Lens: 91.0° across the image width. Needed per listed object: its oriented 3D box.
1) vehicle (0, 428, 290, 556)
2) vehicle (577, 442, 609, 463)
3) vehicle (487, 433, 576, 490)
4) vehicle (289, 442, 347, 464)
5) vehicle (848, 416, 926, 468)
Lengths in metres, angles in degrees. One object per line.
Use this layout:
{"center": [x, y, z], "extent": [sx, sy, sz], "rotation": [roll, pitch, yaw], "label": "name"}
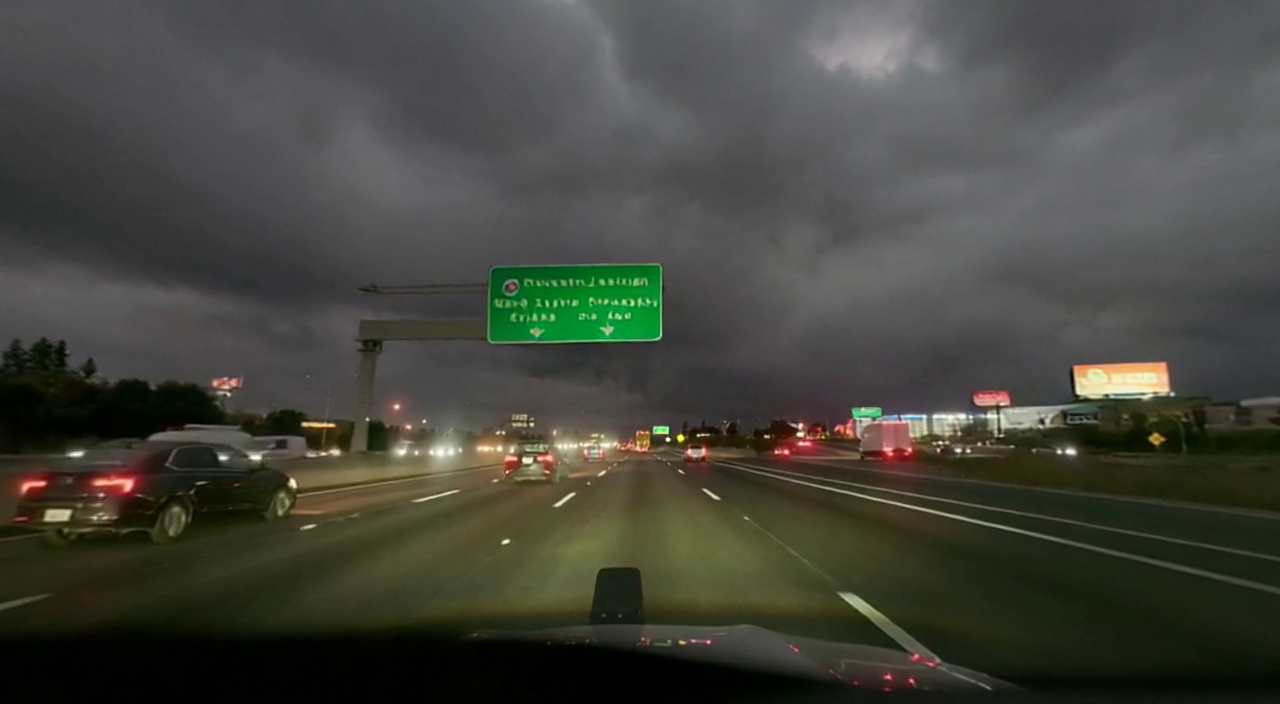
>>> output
{"center": [-7.286, 1.972, 9.510], "extent": [1.865, 1.518, 3.620], "rotation": [0, -8, 0], "label": "vehicle"}
{"center": [-3.356, 7.308, 45.914], "extent": [1.960, 1.494, 4.123], "rotation": [0, -8, 1], "label": "vehicle"}
{"center": [-3.285, 3.414, 19.905], "extent": [2.001, 1.577, 4.055], "rotation": [0, -8, 1], "label": "vehicle"}
{"center": [-23.356, 7.341, 45.808], "extent": [1.878, 1.527, 4.355], "rotation": [0, -8, 0], "label": "vehicle"}
{"center": [18.564, 6.879, 48.003], "extent": [2.958, 3.538, 8.761], "rotation": [0, -8, 4], "label": "vehicle"}
